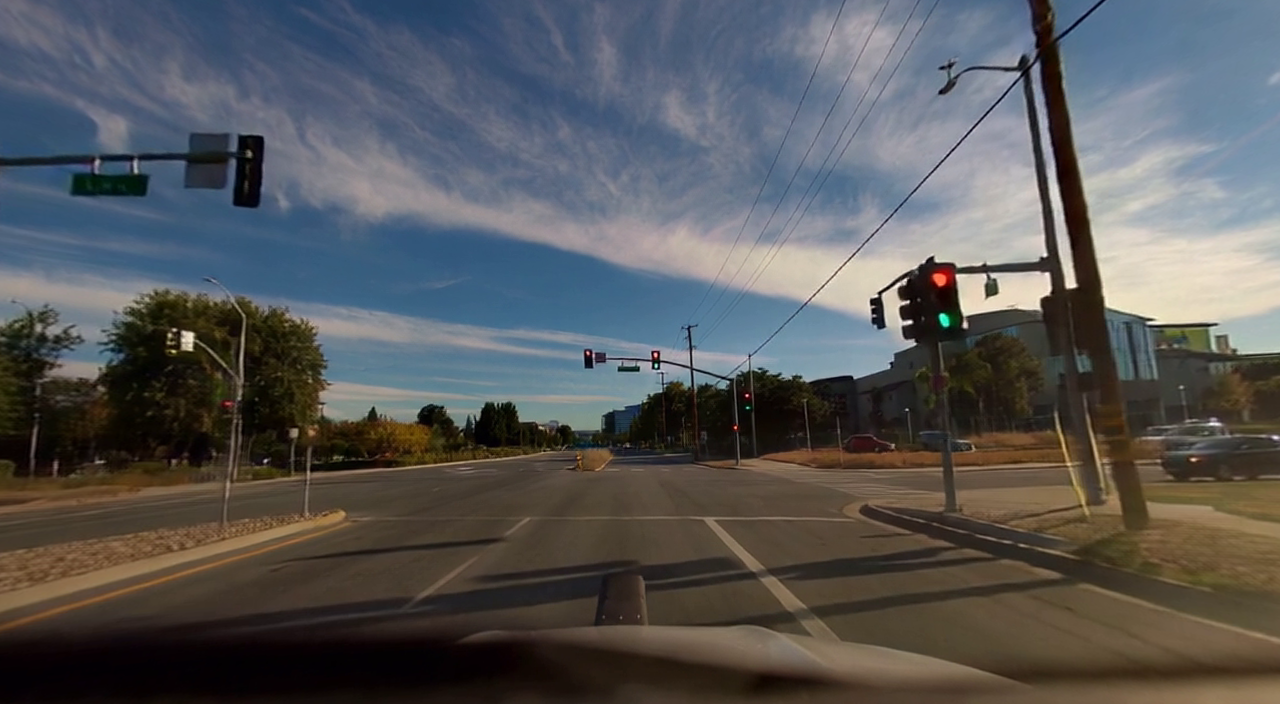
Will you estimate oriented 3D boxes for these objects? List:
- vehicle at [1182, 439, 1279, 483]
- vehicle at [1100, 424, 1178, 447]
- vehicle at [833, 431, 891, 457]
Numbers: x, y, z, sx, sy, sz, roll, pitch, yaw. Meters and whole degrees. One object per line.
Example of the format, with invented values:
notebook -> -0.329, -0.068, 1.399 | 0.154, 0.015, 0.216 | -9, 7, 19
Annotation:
vehicle -> 22.163, 3.801, 22.258 | 4.334, 1.459, 1.929 | 0, -9, -1
vehicle -> 34.107, 5.774, 43.317 | 1.832, 1.521, 4.266 | 0, -9, 0
vehicle -> 14.968, 6.285, 42.929 | 1.959, 1.471, 4.570 | -4, -8, -4
